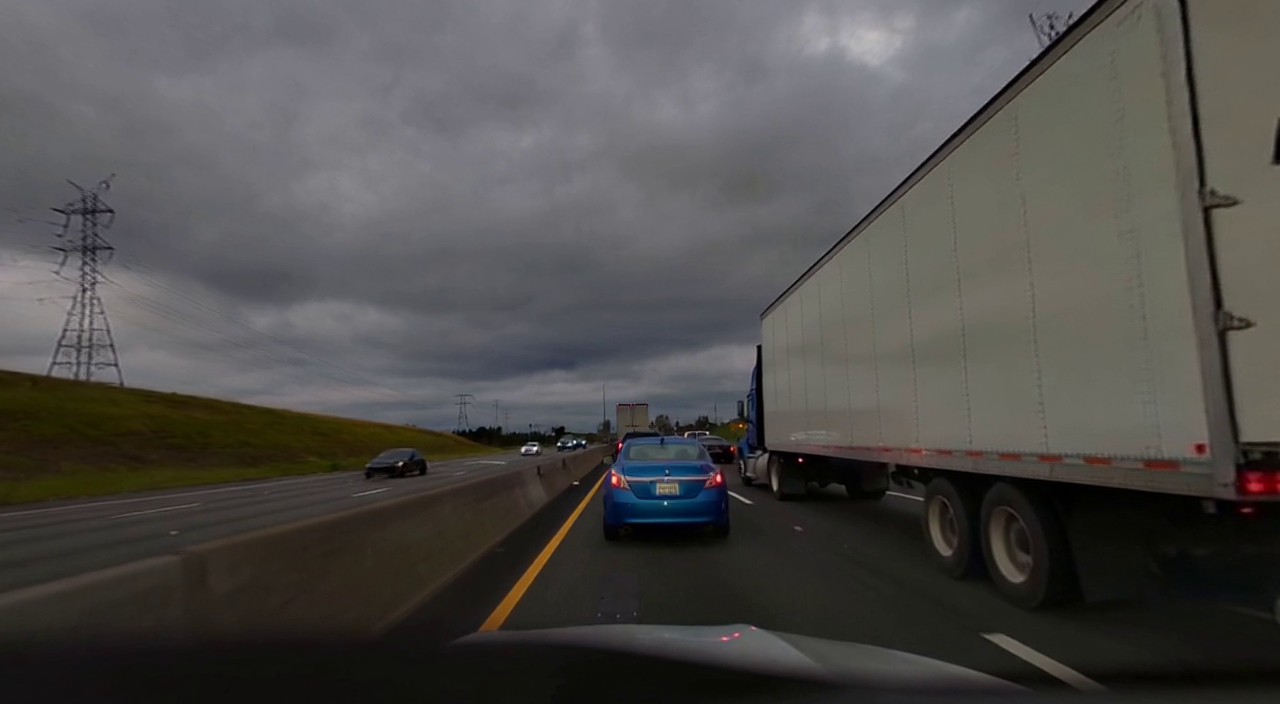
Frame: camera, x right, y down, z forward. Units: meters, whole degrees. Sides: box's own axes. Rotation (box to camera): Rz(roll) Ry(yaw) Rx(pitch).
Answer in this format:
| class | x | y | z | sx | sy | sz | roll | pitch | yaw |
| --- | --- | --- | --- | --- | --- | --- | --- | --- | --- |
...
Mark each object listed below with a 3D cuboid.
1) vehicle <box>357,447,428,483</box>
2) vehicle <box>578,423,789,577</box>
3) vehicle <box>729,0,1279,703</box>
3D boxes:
| class | x | y | z | sx | sy | sz | roll | pitch | yaw |
| --- | --- | --- | --- | --- | --- | --- | --- | --- | --- |
| vehicle | -11.808 | 5.404 | 30.325 | 1.856 | 1.559 | 3.844 | -1 | -8 | 0 |
| vehicle | 0.347 | 1.692 | 7.951 | 2.045 | 1.446 | 3.597 | 0 | -8 | -2 |
| vehicle | 4.205 | 0.628 | 9.784 | 3.138 | 4.065 | 14.276 | 0 | -8 | -2 |
